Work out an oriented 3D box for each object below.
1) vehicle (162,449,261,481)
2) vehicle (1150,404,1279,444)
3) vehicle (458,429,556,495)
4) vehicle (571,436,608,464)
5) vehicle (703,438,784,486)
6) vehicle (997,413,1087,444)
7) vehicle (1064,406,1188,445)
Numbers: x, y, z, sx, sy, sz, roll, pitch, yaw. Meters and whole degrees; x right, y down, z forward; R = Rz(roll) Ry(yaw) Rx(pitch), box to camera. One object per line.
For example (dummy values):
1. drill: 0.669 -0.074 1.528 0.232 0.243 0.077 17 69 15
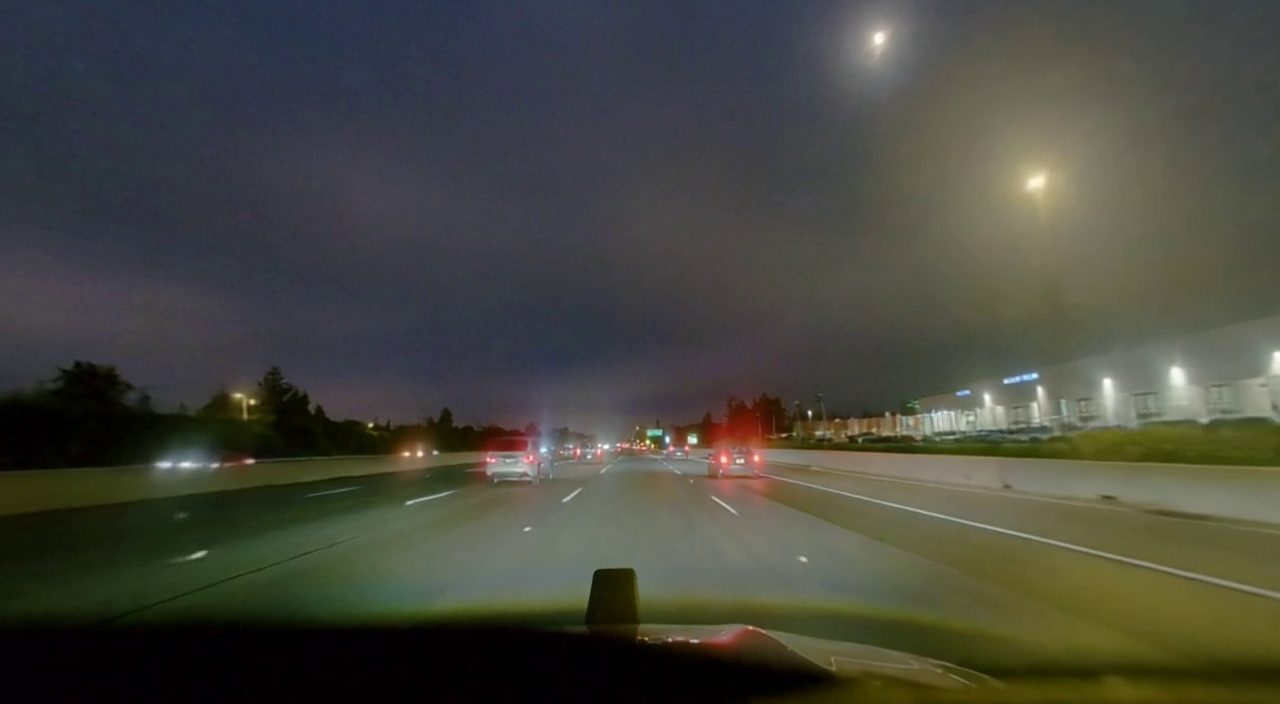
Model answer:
1. vehicle: -21.300 5.618 31.659 1.902 1.434 4.351 0 -8 0
2. vehicle: 32.569 4.164 36.010 2.264 1.993 5.565 -1 -9 0
3. vehicle: -3.898 3.321 19.399 1.987 1.765 4.508 0 -8 0
4. vehicle: -3.782 7.458 48.186 2.410 1.981 5.355 0 -8 0
5. vehicle: 3.568 3.872 22.641 1.957 1.510 4.643 0 -8 -2
6. vehicle: 27.528 5.362 43.569 2.235 1.862 5.983 -1 -9 0
7. vehicle: 27.635 4.299 36.300 2.098 1.922 6.223 -1 -9 -1
